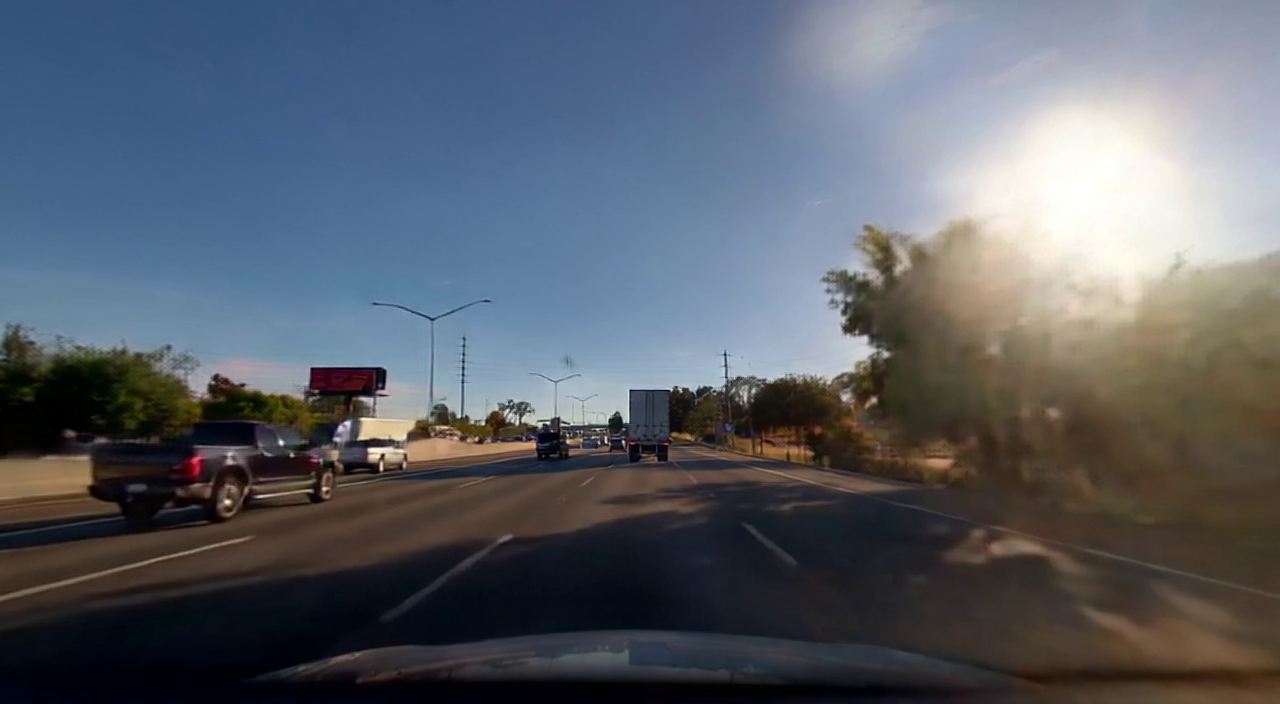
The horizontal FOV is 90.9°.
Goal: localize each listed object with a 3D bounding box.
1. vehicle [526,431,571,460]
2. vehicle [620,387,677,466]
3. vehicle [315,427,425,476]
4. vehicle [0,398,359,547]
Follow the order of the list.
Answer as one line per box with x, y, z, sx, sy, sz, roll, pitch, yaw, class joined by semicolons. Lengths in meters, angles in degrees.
-6.466;6.685;45.301;2.263;1.936;5.802;0;-8;1;vehicle
0.649;4.607;37.979;2.879;4.027;11.243;0;-8;2;vehicle
-10.776;4.025;25.719;2.010;1.766;5.365;0;-8;1;vehicle
-7.059;1.889;10.601;2.197;1.847;5.364;0;-8;0;vehicle
